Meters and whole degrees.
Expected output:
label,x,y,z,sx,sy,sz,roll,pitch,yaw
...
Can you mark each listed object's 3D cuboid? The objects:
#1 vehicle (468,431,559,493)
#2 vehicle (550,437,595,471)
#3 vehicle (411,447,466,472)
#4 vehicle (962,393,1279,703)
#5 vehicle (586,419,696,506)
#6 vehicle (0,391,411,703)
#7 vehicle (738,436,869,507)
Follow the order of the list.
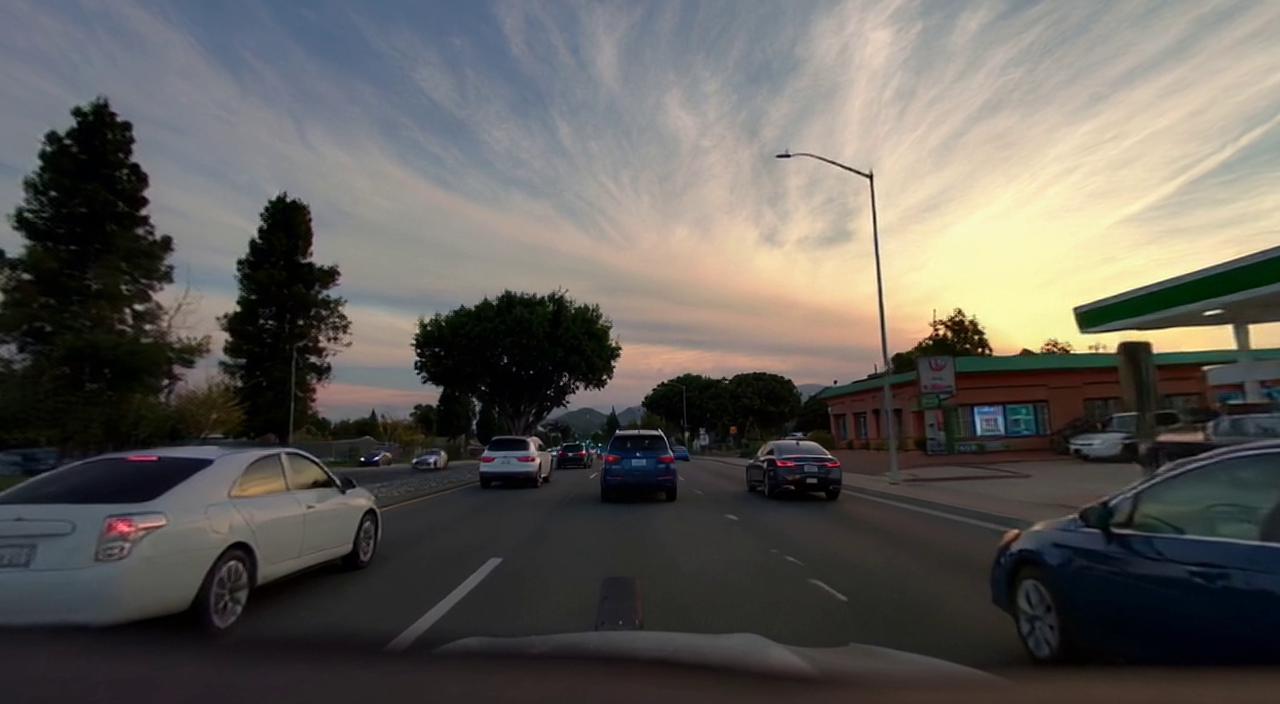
label,x,y,z,sx,sy,sz,roll,pitch,yaw
vehicle,-3.776,3.352,19.636,1.932,1.695,4.150,0,-8,0
vehicle,-3.518,5.389,33.622,1.871,1.673,3.920,0,-8,1
vehicle,-12.481,6.673,39.387,1.941,1.450,4.477,0,-9,0
vehicle,3.326,0.889,2.209,1.976,1.492,4.436,0,-8,-1
vehicle,0.015,2.621,15.345,2.279,1.803,4.254,0,-8,0
vehicle,-3.596,1.285,5.252,1.864,1.574,4.031,0,-8,0
vehicle,3.782,2.848,15.532,1.888,1.456,4.589,0,-8,-2
